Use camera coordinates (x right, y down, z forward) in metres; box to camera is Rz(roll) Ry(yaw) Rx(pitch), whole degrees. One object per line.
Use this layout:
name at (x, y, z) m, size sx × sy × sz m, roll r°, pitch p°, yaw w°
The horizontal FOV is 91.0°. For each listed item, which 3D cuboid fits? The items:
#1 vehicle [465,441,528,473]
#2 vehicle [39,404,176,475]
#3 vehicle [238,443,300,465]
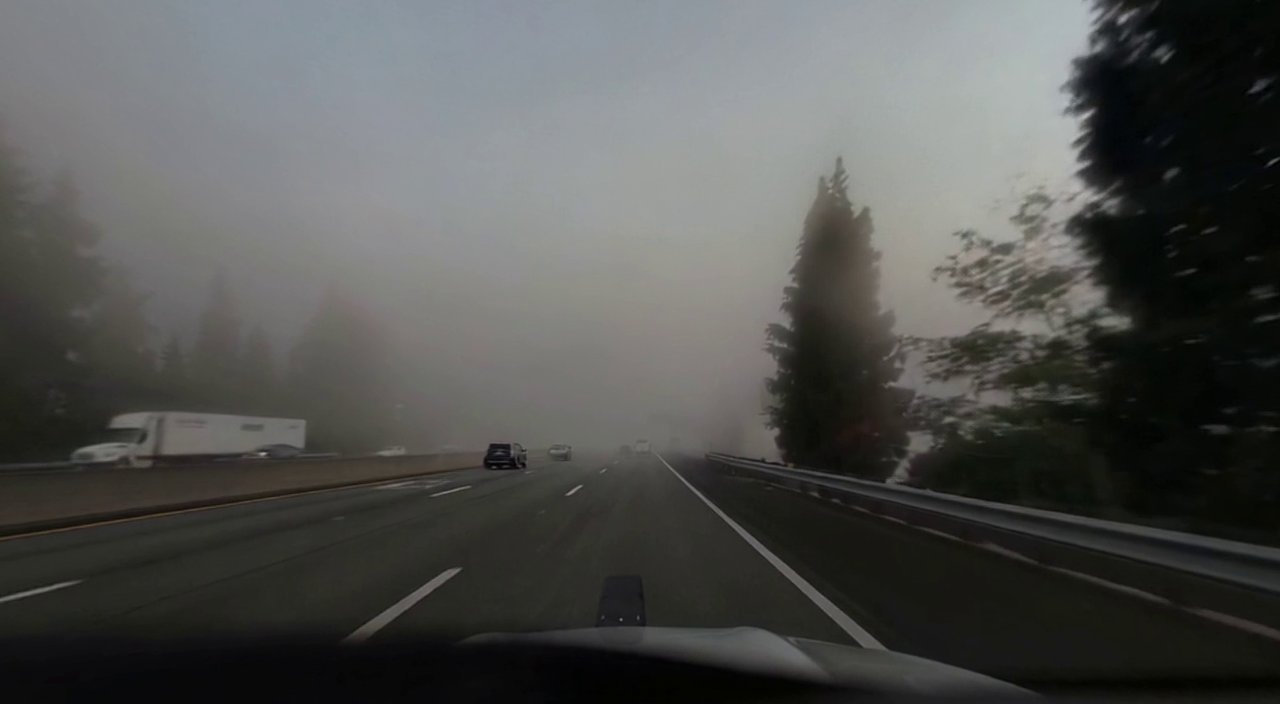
vehicle at (-7.204, 5.339, 32.234) m, size 2.008 × 1.520 × 4.731 m, roll 0°, pitch -9°, yaw 1°
vehicle at (-32.719, 5.469, 39.100) m, size 2.976 × 4.021 × 5.937 m, roll 0°, pitch -9°, yaw 1°
vehicle at (-28.615, 7.894, 48.750) m, size 1.915 × 1.610 × 4.542 m, roll 0°, pitch -9°, yaw 1°
